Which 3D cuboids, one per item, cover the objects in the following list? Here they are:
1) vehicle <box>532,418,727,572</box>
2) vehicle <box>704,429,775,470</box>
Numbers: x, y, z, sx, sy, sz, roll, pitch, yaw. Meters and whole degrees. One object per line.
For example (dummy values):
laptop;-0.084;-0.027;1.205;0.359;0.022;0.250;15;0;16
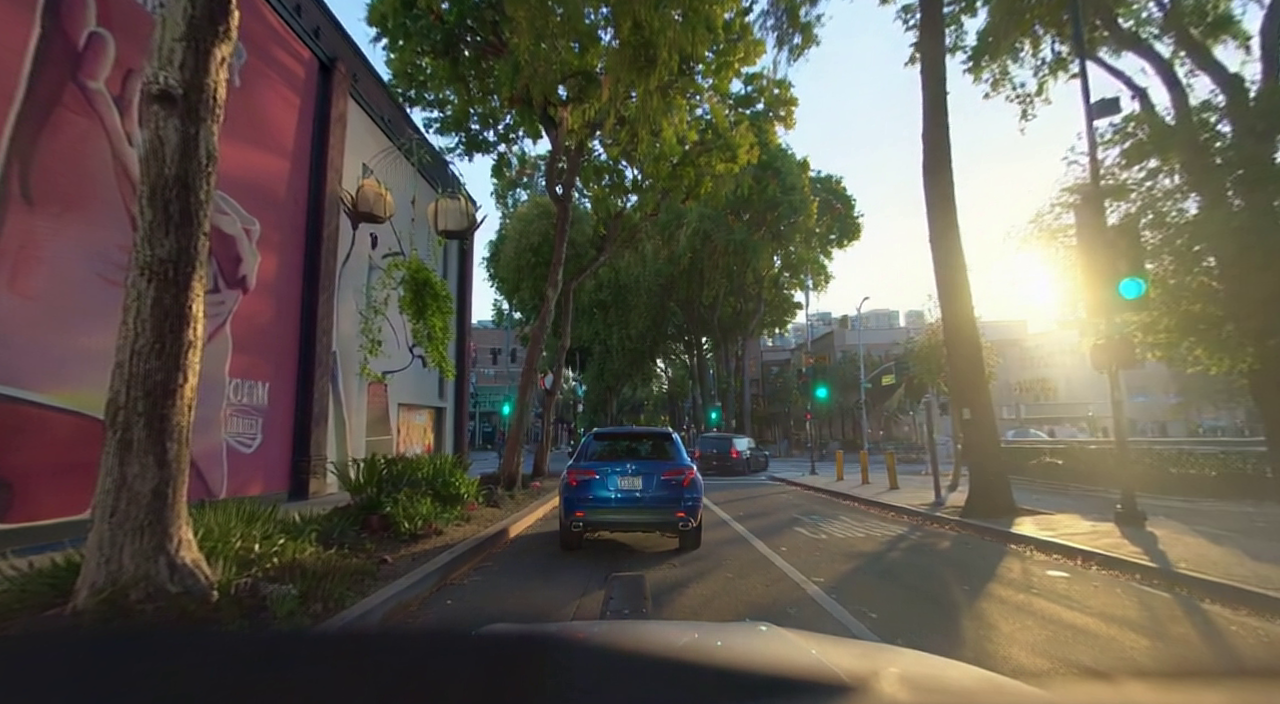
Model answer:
vehicle;-0.125;1.822;8.754;2.079;1.621;3.861;0;-8;0
vehicle;5.612;5.358;34.814;2.448;2.063;5.513;-4;-9;24
